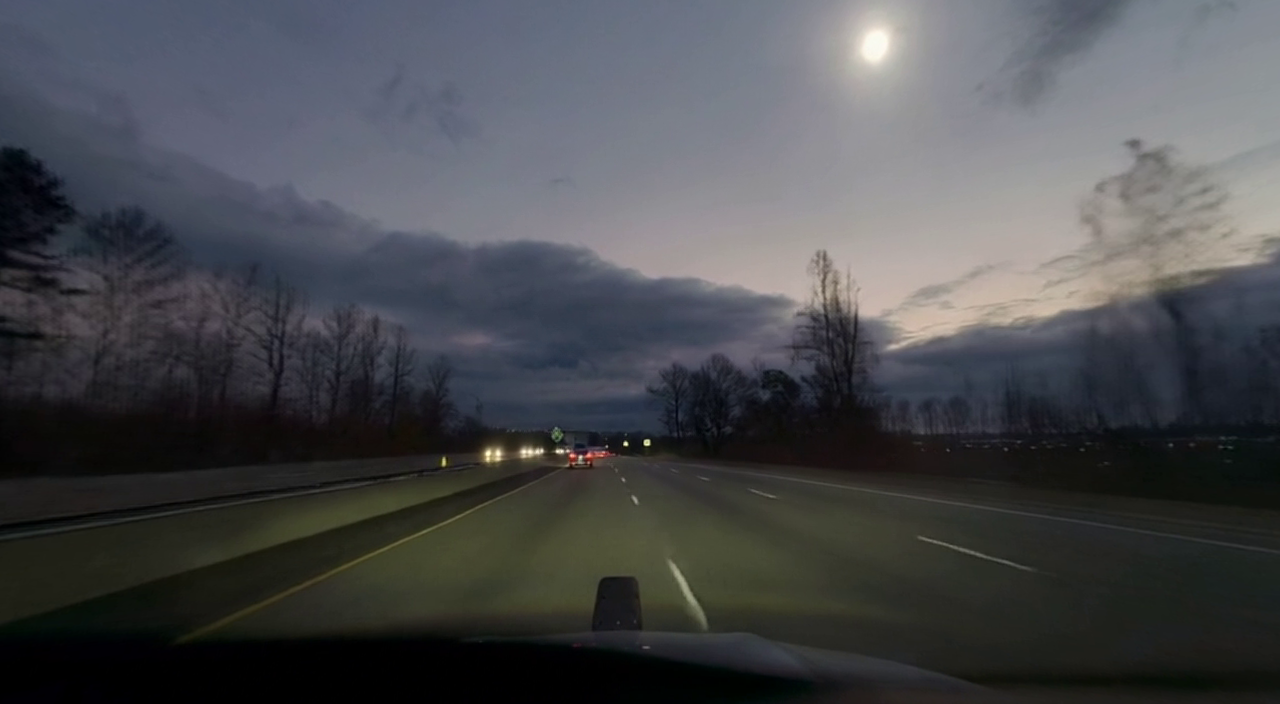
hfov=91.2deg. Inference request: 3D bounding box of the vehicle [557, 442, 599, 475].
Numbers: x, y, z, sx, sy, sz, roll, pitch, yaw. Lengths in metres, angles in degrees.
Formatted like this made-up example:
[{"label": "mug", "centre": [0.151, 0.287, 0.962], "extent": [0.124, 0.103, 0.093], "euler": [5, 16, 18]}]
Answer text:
[{"label": "vehicle", "centre": [-3.358, 5.833, 34.643], "extent": [2.151, 1.693, 4.201], "euler": [0, -9, -4]}]
